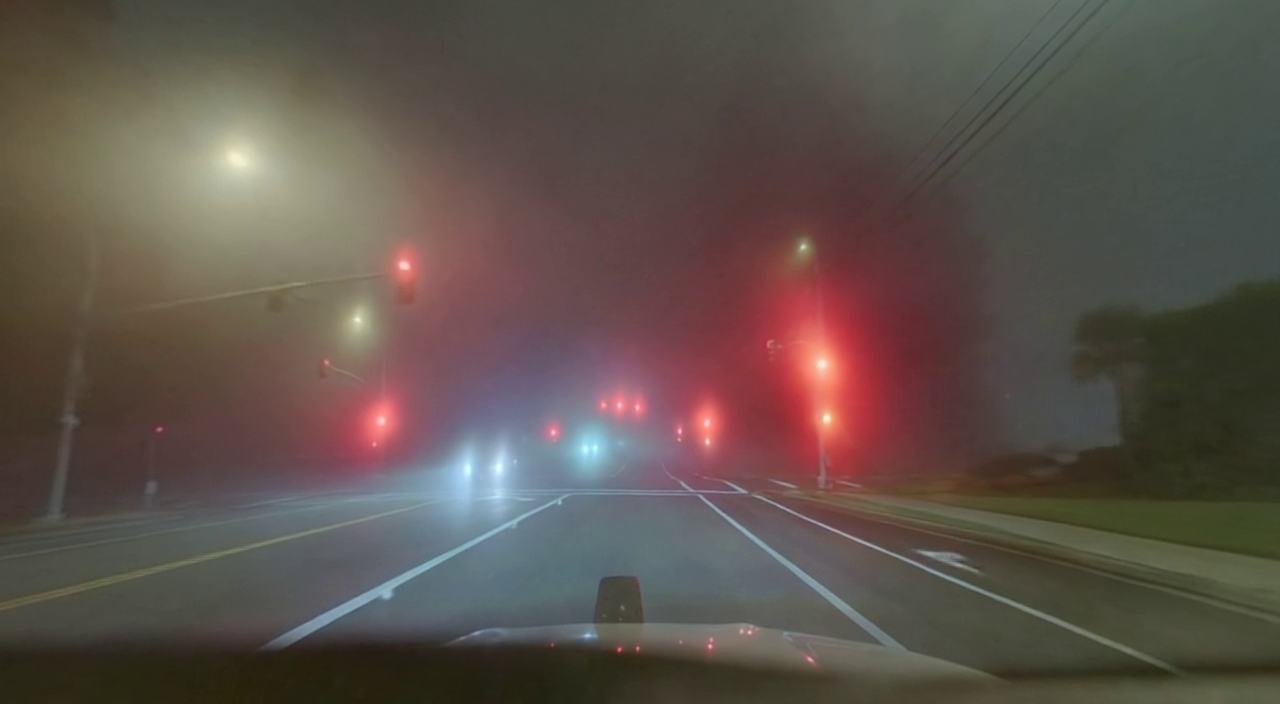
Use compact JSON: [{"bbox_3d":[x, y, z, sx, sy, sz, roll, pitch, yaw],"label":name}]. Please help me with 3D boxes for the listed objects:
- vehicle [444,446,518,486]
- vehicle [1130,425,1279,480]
[{"bbox_3d":[-7.703,5.572,31.189,2.262,1.761,4.966,0,-8,1],"label":"vehicle"},{"bbox_3d":[18.704,3.176,20.190,1.938,1.511,4.994,0,-8,-2],"label":"vehicle"}]
